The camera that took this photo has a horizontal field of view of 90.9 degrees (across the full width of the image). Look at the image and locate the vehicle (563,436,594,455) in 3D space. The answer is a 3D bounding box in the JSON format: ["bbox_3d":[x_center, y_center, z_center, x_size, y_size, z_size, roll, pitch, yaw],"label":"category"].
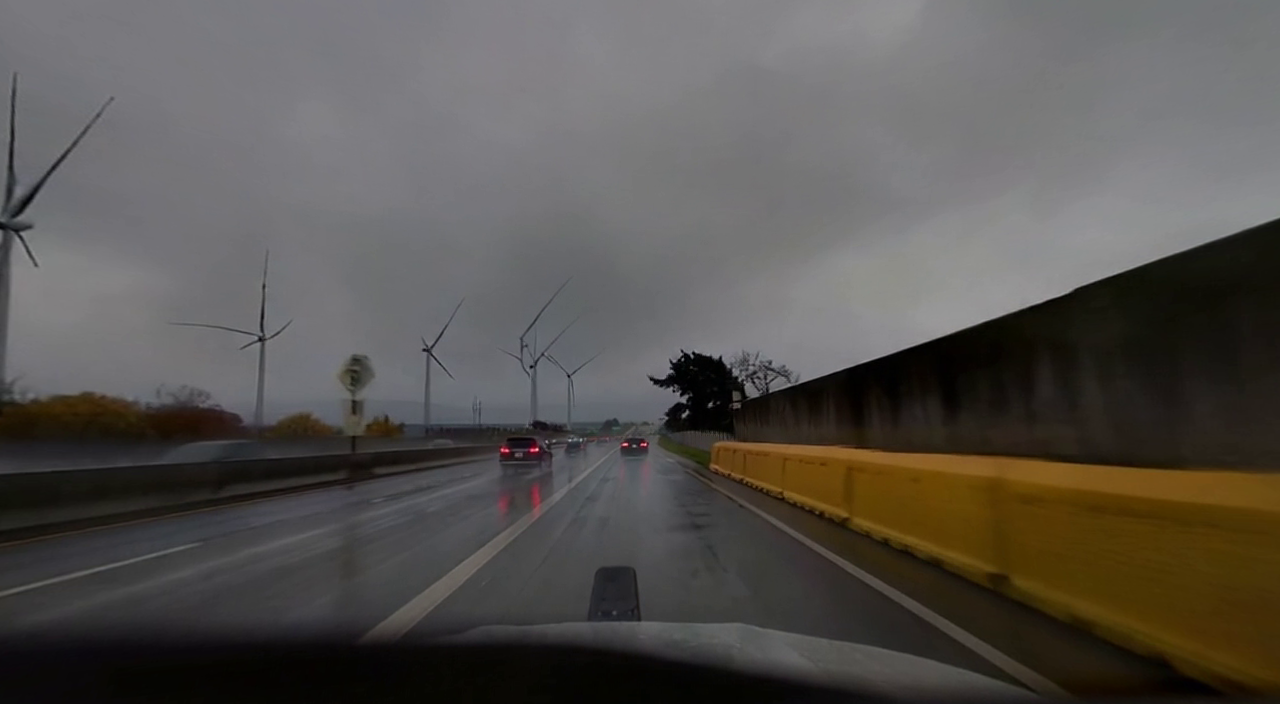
[{"bbox_3d":[-4.668,7.168,48.465,2.059,1.436,3.802,0,-8,-1],"label":"vehicle"}]

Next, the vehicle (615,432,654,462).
[{"bbox_3d":[-0.345,5.148,34.428,2.027,1.550,3.607,0,-8,-2],"label":"vehicle"}]

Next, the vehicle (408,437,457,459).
[{"bbox_3d":[-15.122,6.983,46.219,2.106,1.519,4.778,0,-8,-2],"label":"vehicle"}]

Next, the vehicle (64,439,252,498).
[{"bbox_3d":[-13.806,3.317,18.511,1.876,1.452,4.670,0,-8,-1],"label":"vehicle"}]

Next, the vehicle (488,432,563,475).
[{"bbox_3d":[-4.171,3.758,23.730,1.998,1.468,4.635,0,-8,0],"label":"vehicle"}]
